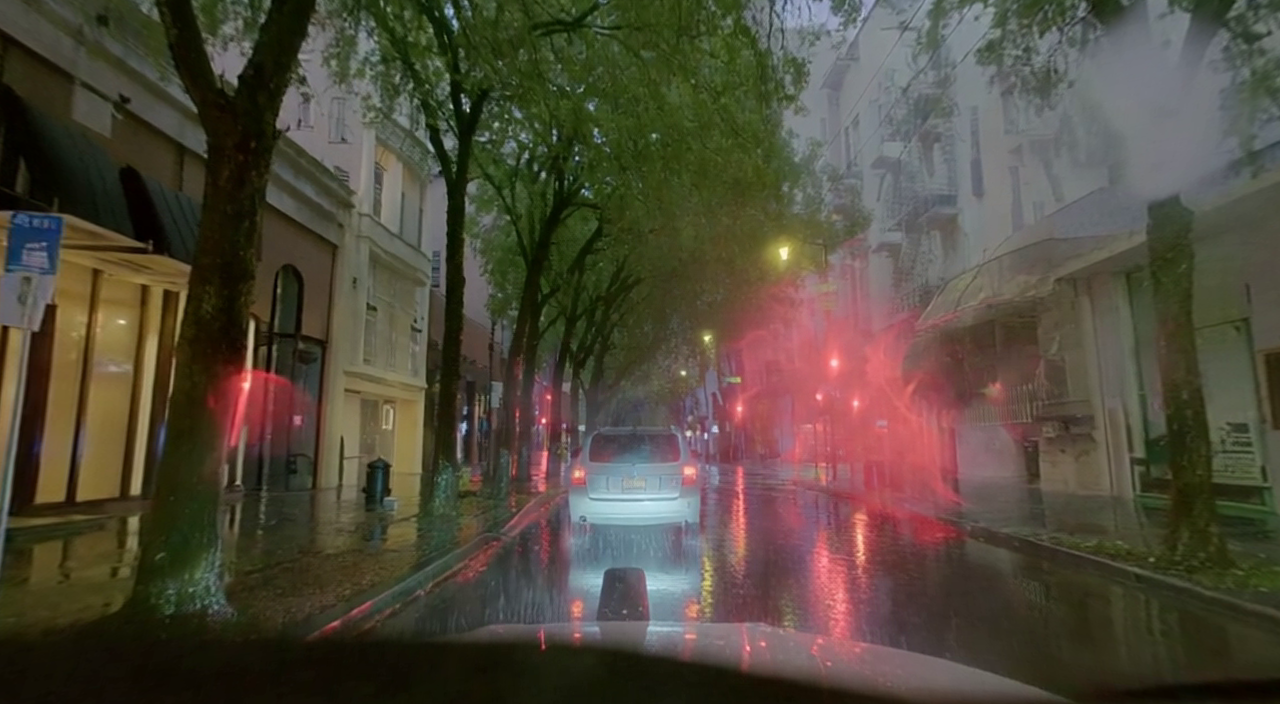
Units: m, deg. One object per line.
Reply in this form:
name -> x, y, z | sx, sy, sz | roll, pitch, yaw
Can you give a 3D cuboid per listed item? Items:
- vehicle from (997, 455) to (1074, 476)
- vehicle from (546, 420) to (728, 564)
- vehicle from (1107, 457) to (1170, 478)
vehicle -> 29.818, 8.566, 47.588 | 4.668, 1.441, 1.904 | 1, -9, -6
vehicle -> -0.081, 1.894, 9.222 | 2.079, 1.621, 3.861 | 0, -8, -1
vehicle -> 37.590, 8.707, 47.568 | 3.445, 1.363, 1.608 | 2, -9, -1
